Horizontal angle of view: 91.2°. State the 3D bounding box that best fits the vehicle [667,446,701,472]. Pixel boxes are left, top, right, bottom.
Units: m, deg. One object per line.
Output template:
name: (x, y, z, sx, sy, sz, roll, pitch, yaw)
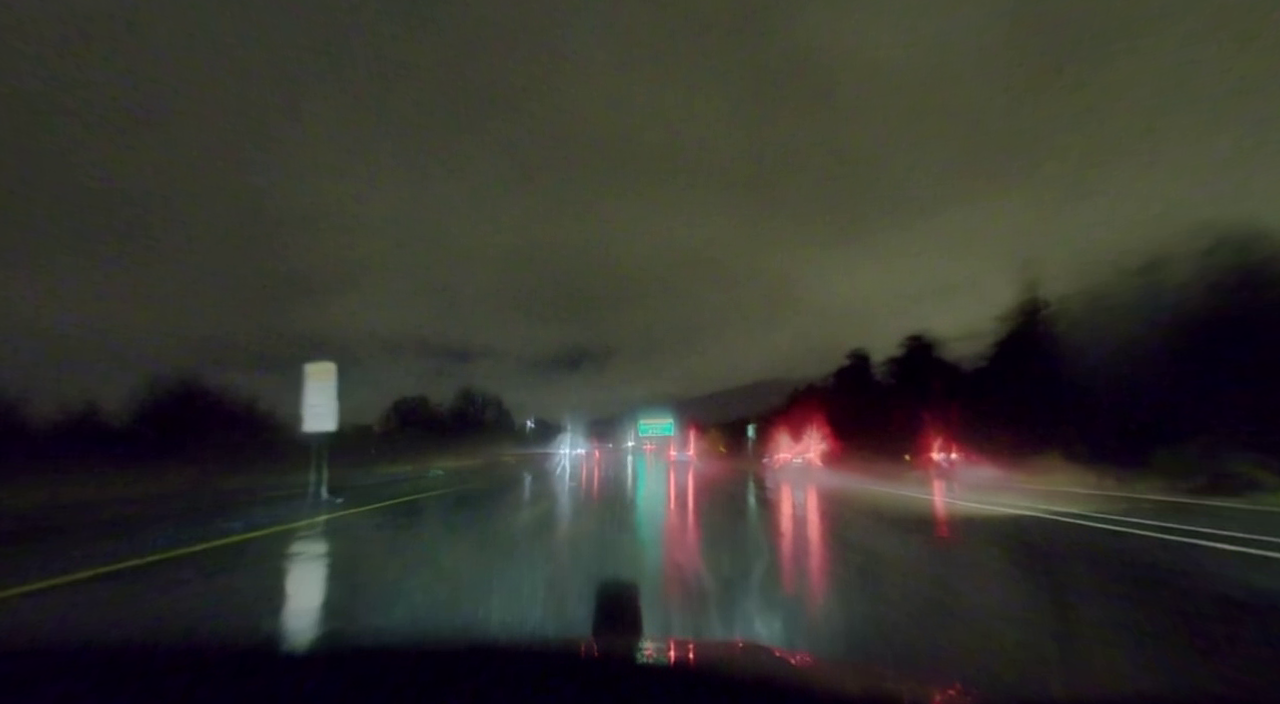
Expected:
vehicle: (2.842, 6.948, 40.920, 1.895, 1.555, 4.030, 0, -9, 0)
